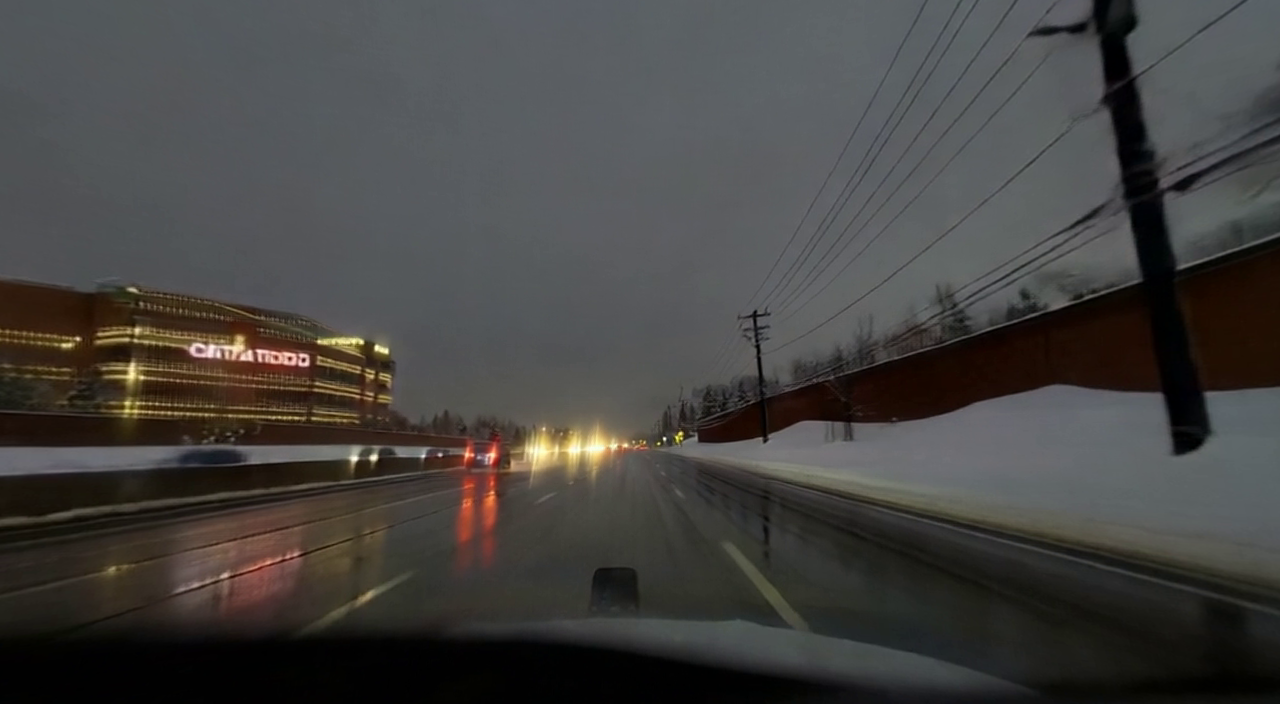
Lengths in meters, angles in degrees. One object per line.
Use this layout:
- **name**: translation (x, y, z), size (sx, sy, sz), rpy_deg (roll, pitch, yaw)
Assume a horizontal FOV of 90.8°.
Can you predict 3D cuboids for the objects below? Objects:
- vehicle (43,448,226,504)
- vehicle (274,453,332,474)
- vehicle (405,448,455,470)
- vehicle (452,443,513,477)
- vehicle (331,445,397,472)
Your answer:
- **vehicle**: translation (-14.939, 3.642, 19.067), size (1.820, 1.451, 4.431), rpy_deg (0, -8, 0)
- **vehicle**: translation (-25.637, 8.453, 48.210), size (1.811, 1.450, 4.598), rpy_deg (0, -8, 1)
- **vehicle**: translation (-14.874, 7.580, 45.063), size (1.886, 1.455, 4.584), rpy_deg (0, -8, 1)
- **vehicle**: translation (-7.850, 5.403, 31.869), size (2.013, 1.574, 3.923), rpy_deg (0, -8, 0)
- **vehicle**: translation (-18.679, 7.186, 43.017), size (2.027, 1.716, 5.336), rpy_deg (0, -8, 0)
